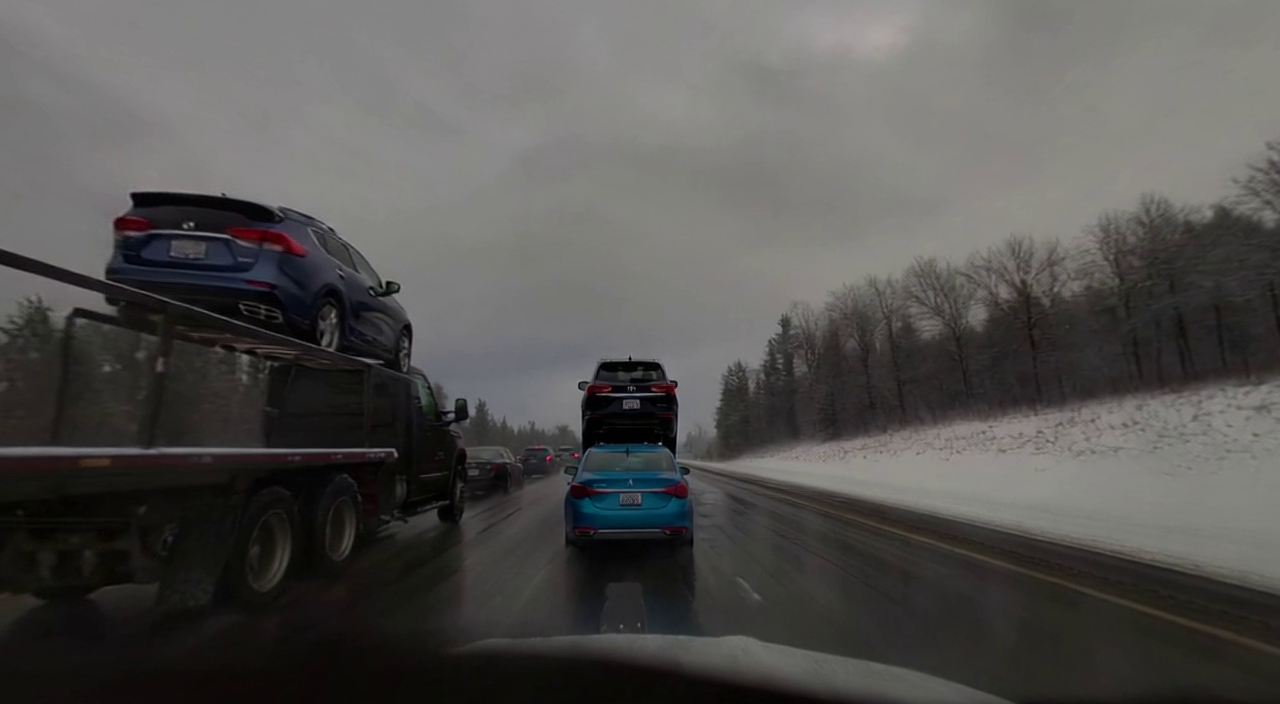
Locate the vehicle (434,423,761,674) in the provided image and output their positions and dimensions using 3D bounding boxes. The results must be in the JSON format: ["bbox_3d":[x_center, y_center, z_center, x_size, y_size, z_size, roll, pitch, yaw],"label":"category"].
[{"bbox_3d":[-0.277,1.468,5.634,1.991,1.507,3.391,0,-9,-1],"label":"vehicle"}]

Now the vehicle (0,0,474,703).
[{"bbox_3d":[-4.566,0.123,4.735,2.836,4.059,14.286,0,-9,0],"label":"vehicle"}]
